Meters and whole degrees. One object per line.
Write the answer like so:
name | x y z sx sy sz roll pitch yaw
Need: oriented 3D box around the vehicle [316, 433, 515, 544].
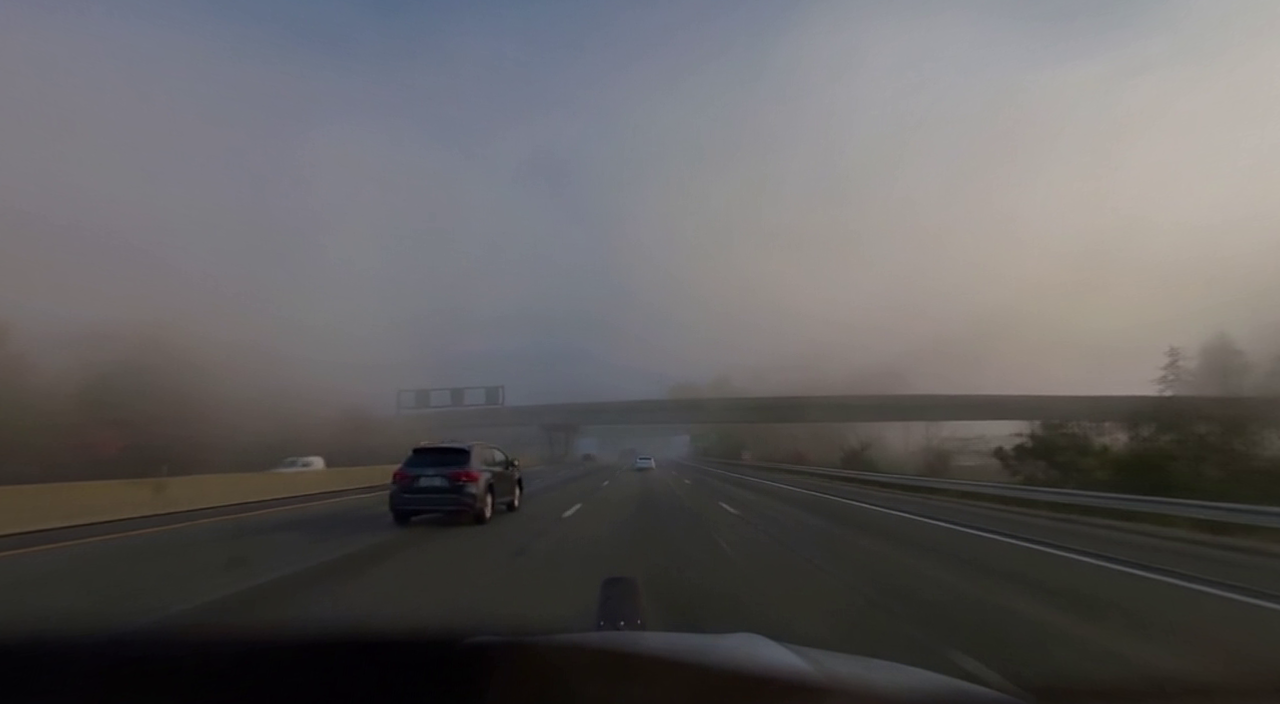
vehicle | -3.846 2.420 11.810 2.055 1.665 4.373 0 -9 1

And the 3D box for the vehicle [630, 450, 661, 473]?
vehicle | 0.415 7.775 45.004 2.113 1.537 4.208 0 -9 0
